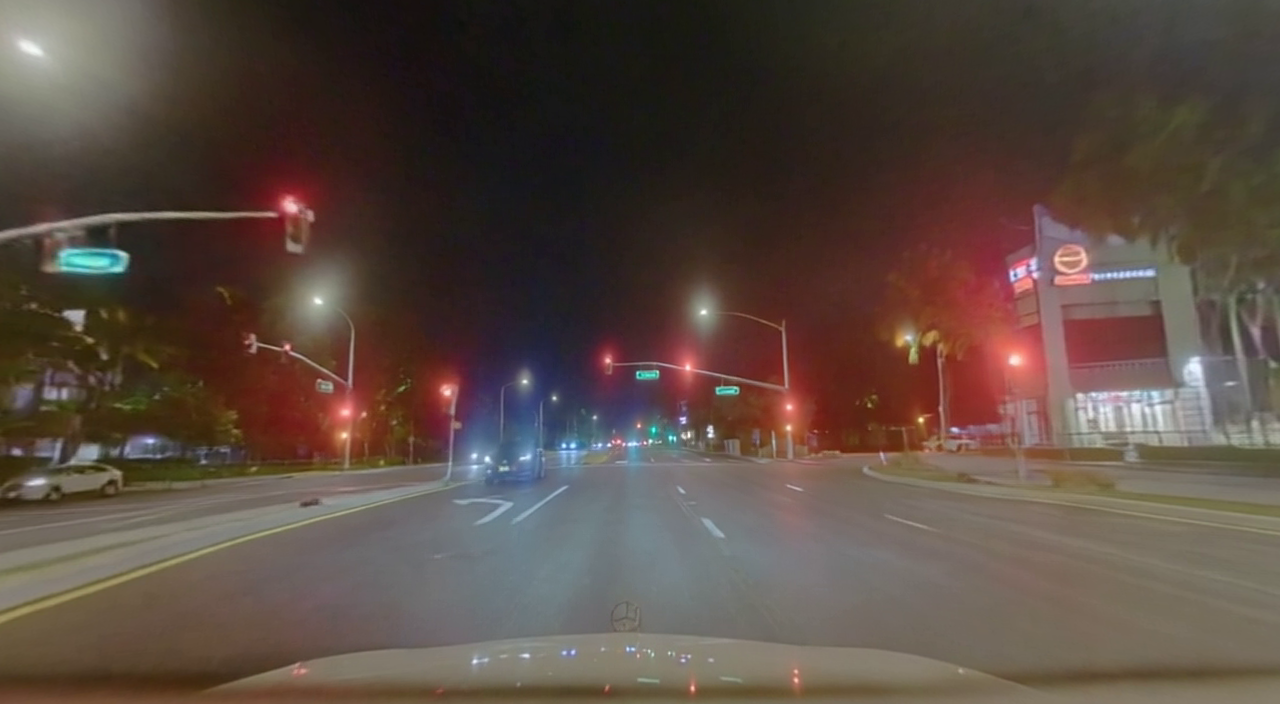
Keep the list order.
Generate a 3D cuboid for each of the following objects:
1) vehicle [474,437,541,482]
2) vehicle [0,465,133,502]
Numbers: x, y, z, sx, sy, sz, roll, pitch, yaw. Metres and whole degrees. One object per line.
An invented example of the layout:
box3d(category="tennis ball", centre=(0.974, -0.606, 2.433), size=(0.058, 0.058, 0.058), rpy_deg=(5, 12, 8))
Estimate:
box3d(category="vehicle", centre=(-5.333, 4.217, 25.081), size=(1.990, 1.639, 3.885), rpy_deg=(3, -9, -21))
box3d(category="vehicle", centre=(-25.163, 5.631, 27.204), size=(4.854, 1.406, 2.060), rpy_deg=(0, -8, 0))
